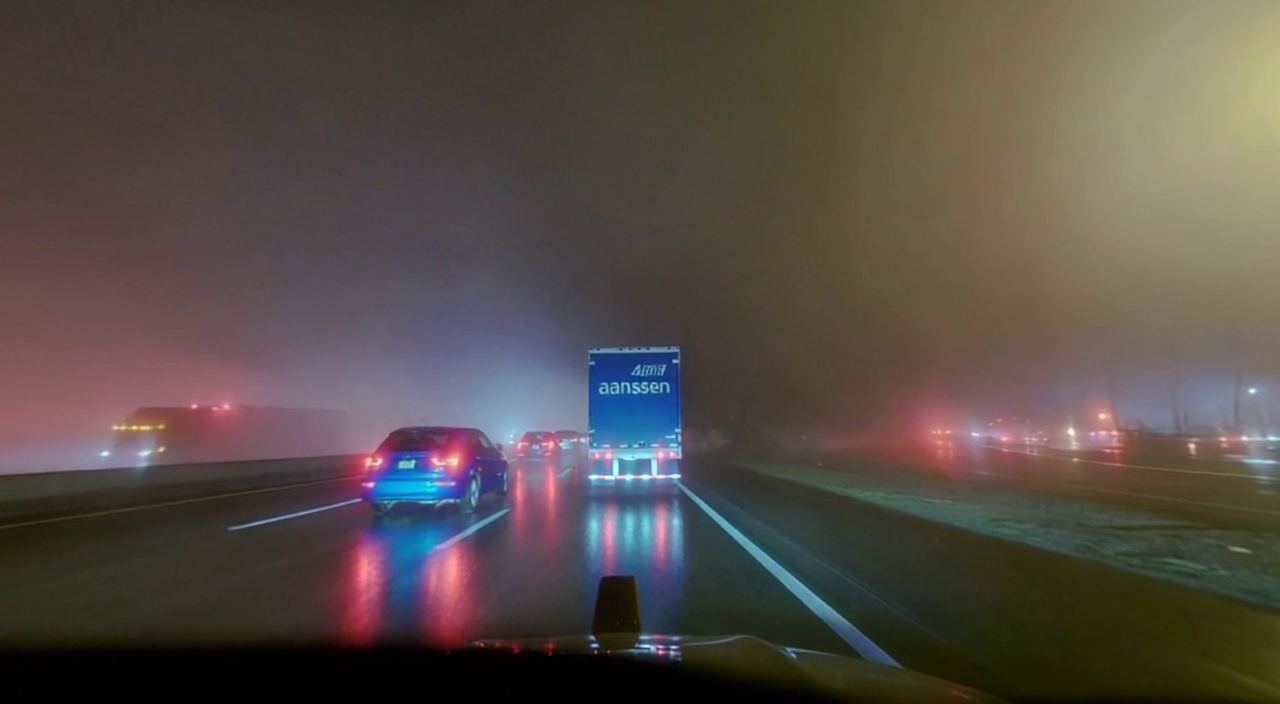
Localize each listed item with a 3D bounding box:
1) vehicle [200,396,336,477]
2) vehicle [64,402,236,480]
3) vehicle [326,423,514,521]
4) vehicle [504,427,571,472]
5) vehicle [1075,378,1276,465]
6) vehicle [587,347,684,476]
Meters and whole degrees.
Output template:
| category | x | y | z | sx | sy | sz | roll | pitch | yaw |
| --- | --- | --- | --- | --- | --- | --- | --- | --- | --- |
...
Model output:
| category | x | y | z | sx | sy | sz | roll | pitch | yaw |
| --- | --- | --- | --- | --- | --- | --- | --- | --- | --- |
| vehicle | -18.992 | 4.369 | 32.674 | 3.004 | 3.780 | 6.115 | -1 | -7 | 3 |
| vehicle | -22.728 | 4.167 | 29.768 | 2.378 | 3.231 | 6.822 | 0 | -8 | 1 |
| vehicle | -3.856 | 2.154 | 11.963 | 1.964 | 1.507 | 4.361 | 0 | -8 | 0 |
| vehicle | -3.931 | 3.804 | 24.742 | 1.946 | 1.599 | 4.073 | 0 | -8 | 0 |
| vehicle | 18.866 | 2.564 | 22.667 | 2.432 | 2.753 | 5.388 | 0 | -8 | 1 |
| vehicle | -0.260 | 2.665 | 26.167 | 3.171 | 4.204 | 11.036 | 0 | -8 | -1 |
